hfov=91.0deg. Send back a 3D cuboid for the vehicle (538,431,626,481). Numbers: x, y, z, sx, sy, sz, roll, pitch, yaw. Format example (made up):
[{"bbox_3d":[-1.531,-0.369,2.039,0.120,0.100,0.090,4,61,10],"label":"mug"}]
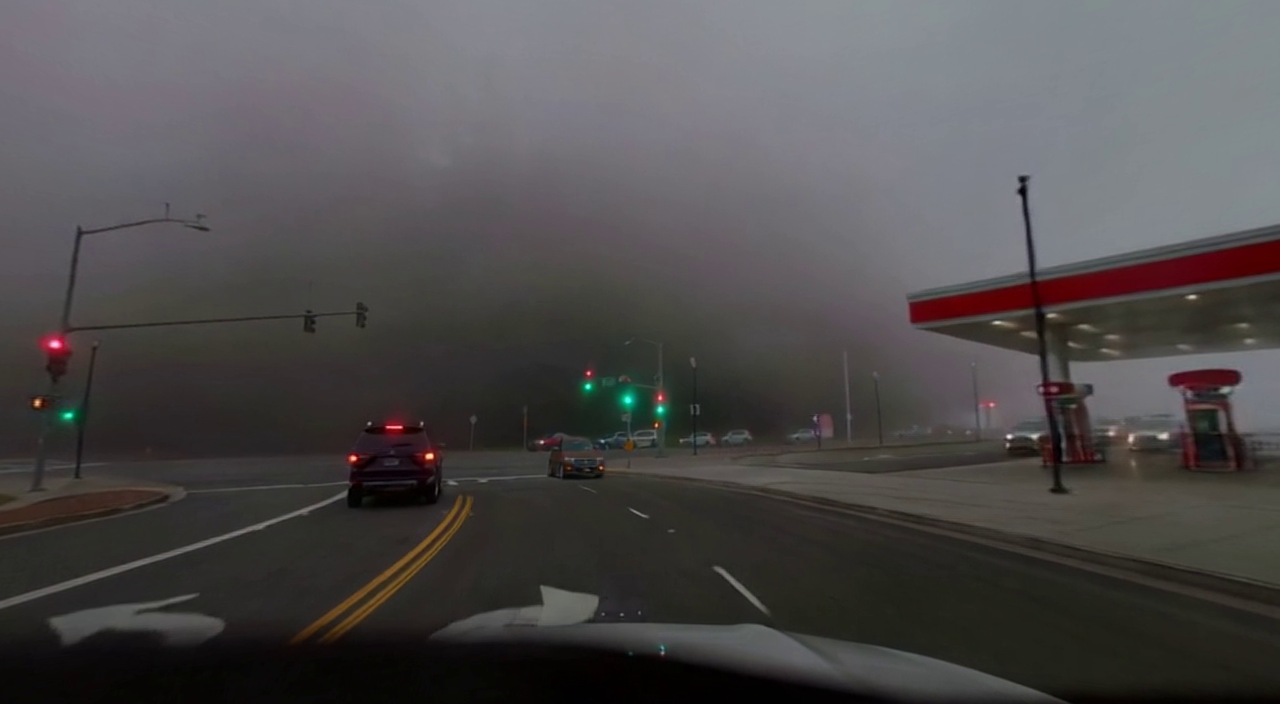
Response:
[{"bbox_3d":[-2.527,4.259,26.055,2.202,1.822,4.826,4,-9,-23],"label":"vehicle"}]

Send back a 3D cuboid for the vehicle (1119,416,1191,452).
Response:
[{"bbox_3d":[27.134,4.375,33.144,4.422,1.752,1.988,7,-11,-39],"label":"vehicle"}]

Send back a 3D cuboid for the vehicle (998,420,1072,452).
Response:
[{"bbox_3d":[23.096,4.945,36.734,4.595,1.764,2.160,7,-11,-38],"label":"vehicle"}]

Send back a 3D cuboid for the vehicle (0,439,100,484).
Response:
[{"bbox_3d":[-25.524,4.471,25.783,4.632,1.757,2.073,4,-9,-24],"label":"vehicle"}]

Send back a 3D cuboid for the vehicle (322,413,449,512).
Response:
[{"bbox_3d":[-6.002,2.658,15.510,2.254,2.006,4.766,3,-9,-15],"label":"vehicle"}]
